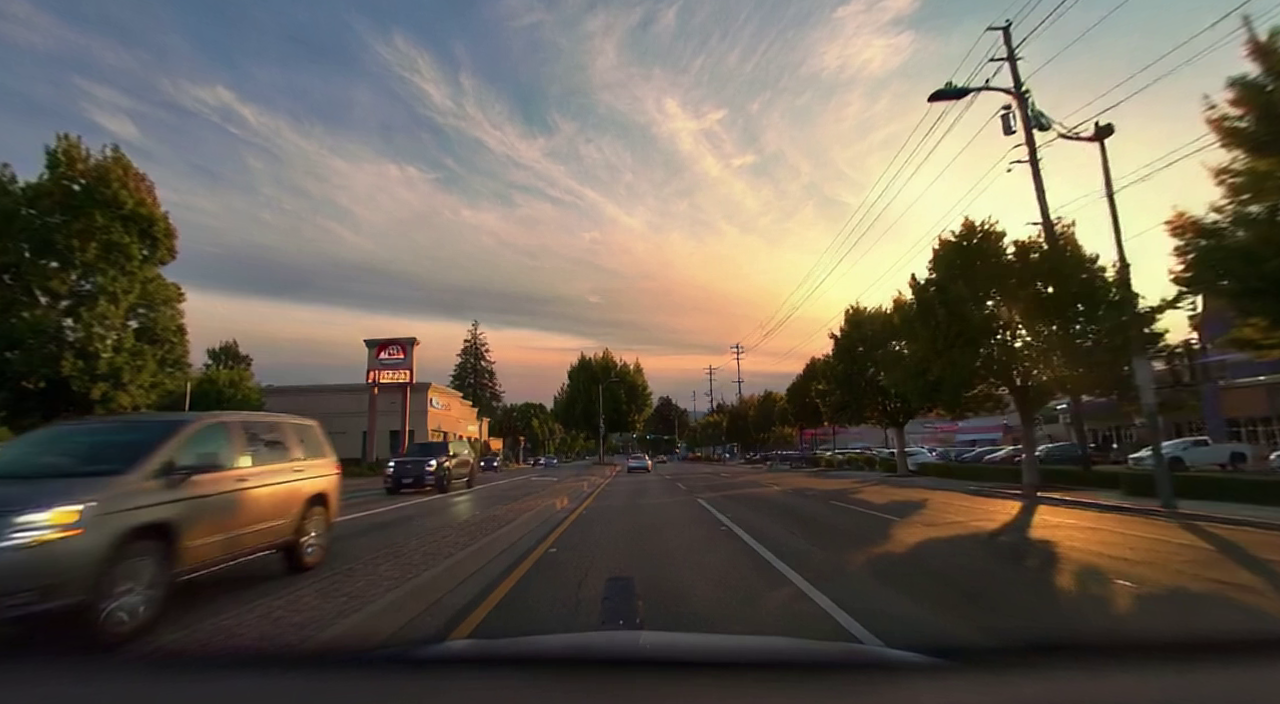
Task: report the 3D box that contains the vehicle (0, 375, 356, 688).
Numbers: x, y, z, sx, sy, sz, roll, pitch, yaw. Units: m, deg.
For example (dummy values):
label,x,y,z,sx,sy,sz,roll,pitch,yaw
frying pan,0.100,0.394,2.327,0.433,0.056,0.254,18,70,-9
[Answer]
label,x,y,z,sx,sy,sz,roll,pitch,yaw
vehicle,-4.715,1.404,5.991,2.131,1.914,4.081,0,-9,-1

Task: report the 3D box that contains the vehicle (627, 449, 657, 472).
label,x,y,z,sx,sy,sz,roll,pitch,yaw
vehicle,0.109,7.820,45.738,2.065,1.521,4.306,0,-9,-1

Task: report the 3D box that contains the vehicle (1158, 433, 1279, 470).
label,x,y,z,sx,sy,sz,roll,pitch,yaw
vehicle,32.452,5.553,35.314,5.197,1.939,1.973,0,-9,0

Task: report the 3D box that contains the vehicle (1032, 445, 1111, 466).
label,x,y,z,sx,sy,sz,roll,pitch,yaw
vehicle,32.232,7.719,47.216,4.458,1.529,1.937,0,-9,-1

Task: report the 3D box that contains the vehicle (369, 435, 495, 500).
label,x,y,z,sx,sy,sz,roll,pitch,yaw
vehicle,-7.843,4.446,24.890,2.575,2.178,6.917,0,-9,0

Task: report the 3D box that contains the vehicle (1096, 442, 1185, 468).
label,x,y,z,sx,sy,sz,roll,pitch,yaw
vehicle,33.428,6.890,42.283,4.324,1.592,1.877,0,-9,-1

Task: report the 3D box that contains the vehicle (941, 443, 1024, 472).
label,x,y,z,sx,sy,sz,roll,pitch,yaw
vehicle,20.986,6.420,38.717,4.558,1.657,2.149,4,-10,-27
